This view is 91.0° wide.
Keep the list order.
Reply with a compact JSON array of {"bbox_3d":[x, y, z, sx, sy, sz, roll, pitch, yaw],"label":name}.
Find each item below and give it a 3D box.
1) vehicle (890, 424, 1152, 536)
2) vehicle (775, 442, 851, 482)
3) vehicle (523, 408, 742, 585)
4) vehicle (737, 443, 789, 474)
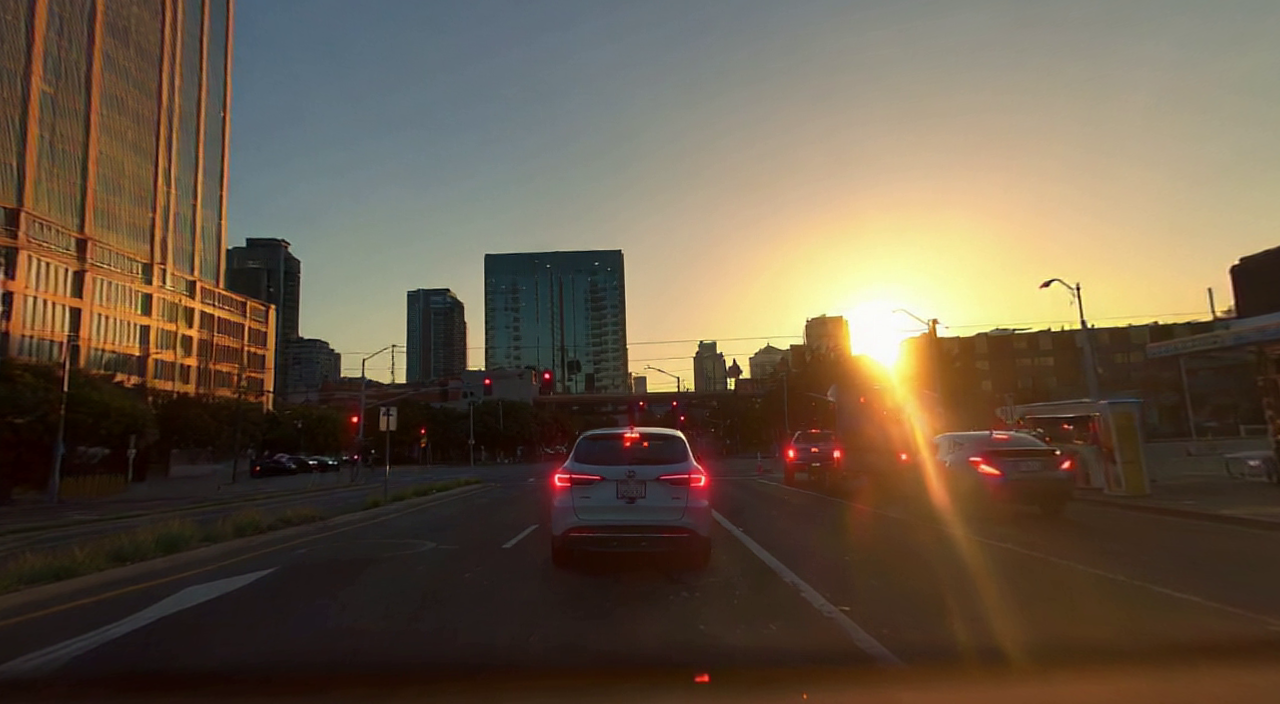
[{"bbox_3d":[6.640,2.268,11.791,2.072,1.652,4.611,0,-9,1],"label":"vehicle"},{"bbox_3d":[6.867,4.398,25.408,1.833,1.452,4.237,0,-9,0],"label":"vehicle"},{"bbox_3d":[-0.057,1.690,8.115,2.115,1.700,3.901,0,-9,1],"label":"vehicle"},{"bbox_3d":[6.275,5.455,32.632,1.961,1.477,4.454,0,-9,2],"label":"vehicle"}]
